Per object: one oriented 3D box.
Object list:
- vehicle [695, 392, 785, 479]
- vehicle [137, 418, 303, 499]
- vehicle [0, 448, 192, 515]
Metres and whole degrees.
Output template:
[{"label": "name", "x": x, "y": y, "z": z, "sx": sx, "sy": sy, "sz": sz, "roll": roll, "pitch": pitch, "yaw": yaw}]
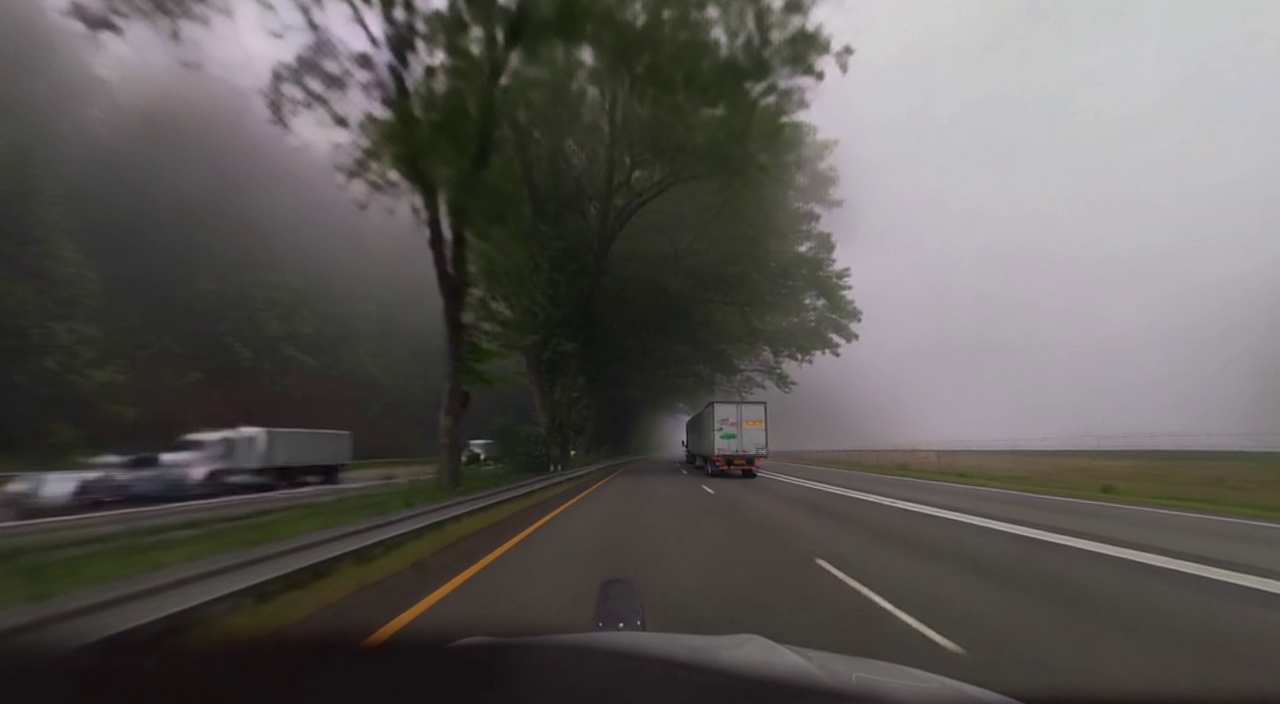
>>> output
[{"label": "vehicle", "x": 5.160, "y": 4.888, "z": 35.864, "sx": 2.859, "sy": 3.984, "sz": 14.045, "roll": 0, "pitch": -9, "yaw": 0}, {"label": "vehicle", "x": -15.666, "y": 4.008, "z": 24.061, "sx": 2.493, "sy": 2.709, "sz": 5.288, "roll": 0, "pitch": -9, "yaw": 1}, {"label": "vehicle", "x": -15.645, "y": 3.626, "z": 18.217, "sx": 2.040, "sy": 1.659, "sz": 4.491, "roll": 0, "pitch": -9, "yaw": 0}]
